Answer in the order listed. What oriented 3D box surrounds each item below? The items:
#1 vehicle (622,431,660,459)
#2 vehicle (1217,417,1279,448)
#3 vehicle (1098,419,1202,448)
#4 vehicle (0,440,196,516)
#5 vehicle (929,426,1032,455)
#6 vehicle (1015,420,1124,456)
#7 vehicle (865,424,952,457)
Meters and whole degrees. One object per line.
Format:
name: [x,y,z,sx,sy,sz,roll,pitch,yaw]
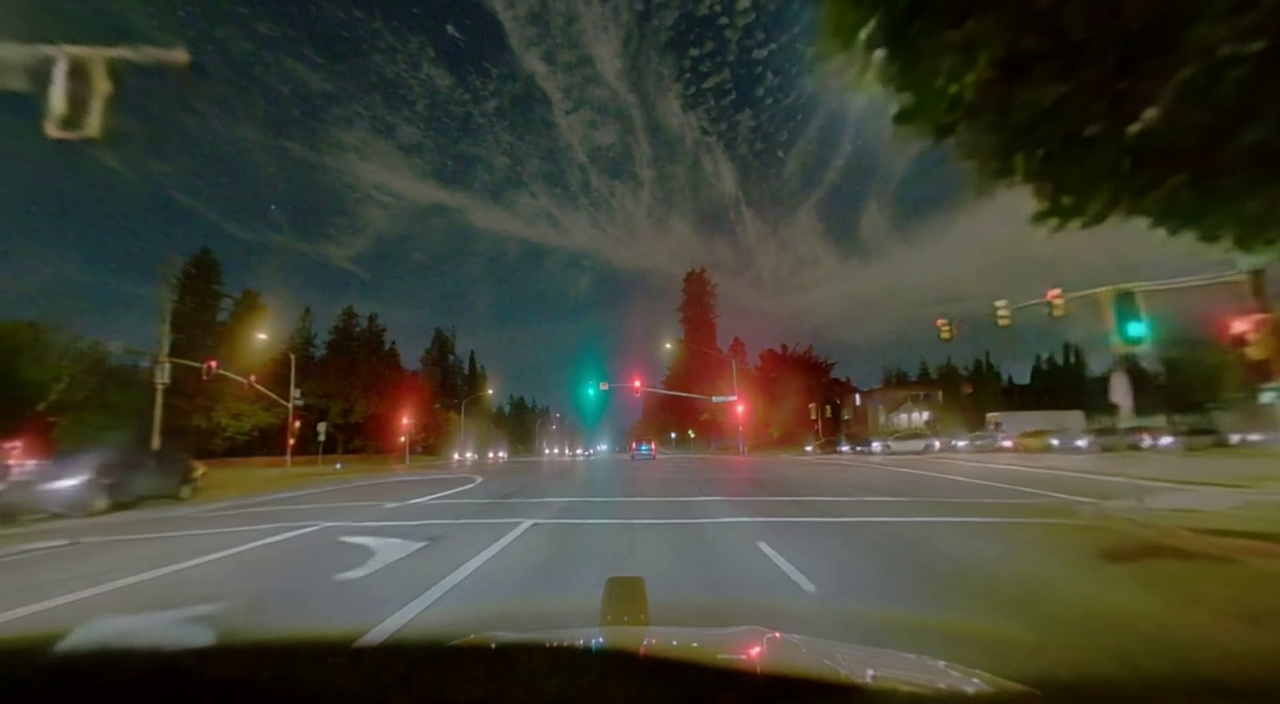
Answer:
vehicle: [0.070,6.221,42.169,2.437,1.737,4.420,0,-8,0]
vehicle: [34.482,4.355,34.001,4.586,1.634,2.107,0,-8,1]
vehicle: [35.102,5.622,43.496,5.343,1.946,2.031,0,-8,1]
vehicle: [-14.972,3.306,17.290,2.138,1.761,4.611,0,-8,1]
vehicle: [18.475,4.823,34.352,4.474,1.482,1.937,0,-8,1]
vehicle: [25.231,5.060,37.144,4.897,1.637,1.895,-5,-8,1]
vehicle: [17.366,5.732,40.887,4.554,1.704,2.121,-6,-7,1]
